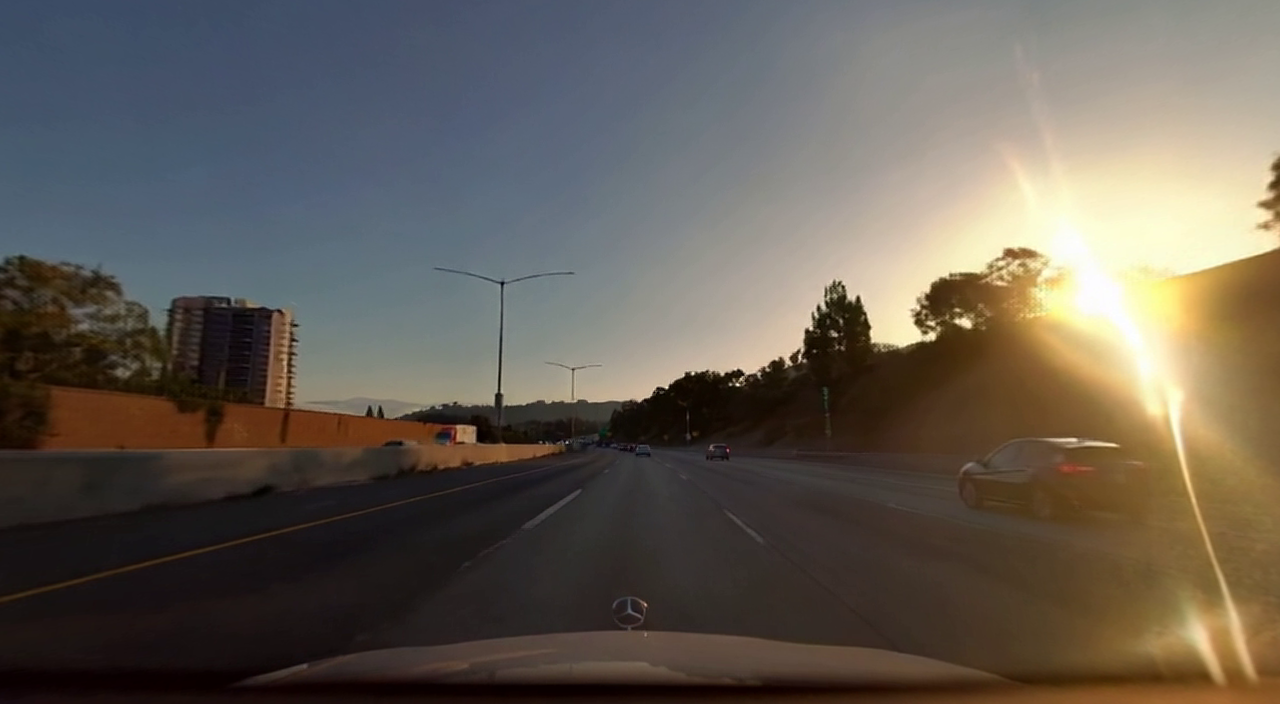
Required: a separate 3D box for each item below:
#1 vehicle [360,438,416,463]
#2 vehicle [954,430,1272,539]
[{"bbox_3d":[-17.929,7.037,45.143,1.927,1.619,4.965,0,-8,0],"label":"vehicle"},{"bbox_3d":[7.832,2.211,11.247,2.031,1.524,4.657,0,-8,0],"label":"vehicle"}]
